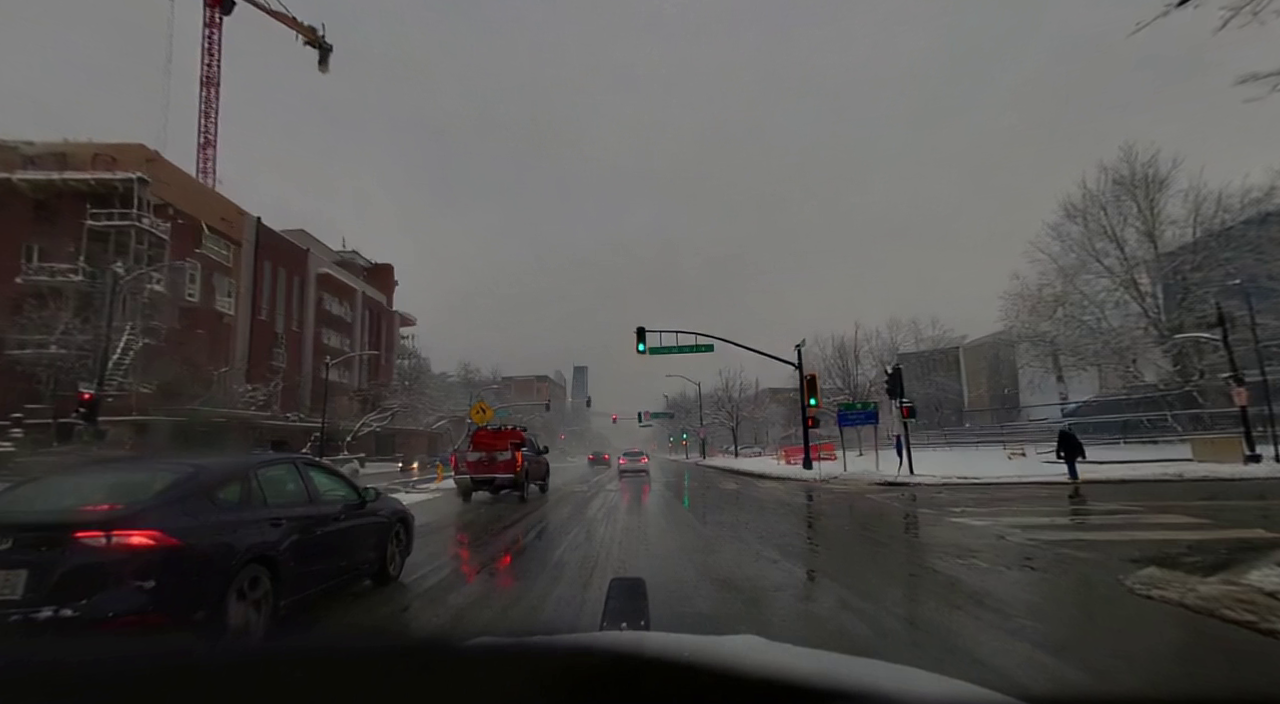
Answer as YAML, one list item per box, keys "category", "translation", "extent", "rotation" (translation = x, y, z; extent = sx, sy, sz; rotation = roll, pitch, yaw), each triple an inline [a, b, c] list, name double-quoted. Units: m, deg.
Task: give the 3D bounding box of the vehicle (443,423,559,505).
- category: "vehicle"
  translation: [-3.822, 3.188, 18.368]
  extent: [2.240, 2.054, 4.662]
  rotation: [0, -9, 1]

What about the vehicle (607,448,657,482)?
- category: "vehicle"
  translation: [-0.363, 5.180, 29.172]
  extent: [2.171, 1.422, 4.146]
  rotation: [0, -9, -1]

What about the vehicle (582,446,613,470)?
- category: "vehicle"
  translation: [-3.151, 7.980, 47.570]
  extent: [2.047, 1.664, 4.148]
  rotation: [0, -9, 1]

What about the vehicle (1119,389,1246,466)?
- category: "vehicle"
  translation: [32.852, 4.689, 38.719]
  extent: [3.103, 4.140, 8.643]
  rotation: [-4, -9, 23]

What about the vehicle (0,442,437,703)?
- category: "vehicle"
  translation: [-3.450, 1.492, 5.336]
  extent: [1.959, 1.406, 4.527]
  rotation: [0, -9, 0]
